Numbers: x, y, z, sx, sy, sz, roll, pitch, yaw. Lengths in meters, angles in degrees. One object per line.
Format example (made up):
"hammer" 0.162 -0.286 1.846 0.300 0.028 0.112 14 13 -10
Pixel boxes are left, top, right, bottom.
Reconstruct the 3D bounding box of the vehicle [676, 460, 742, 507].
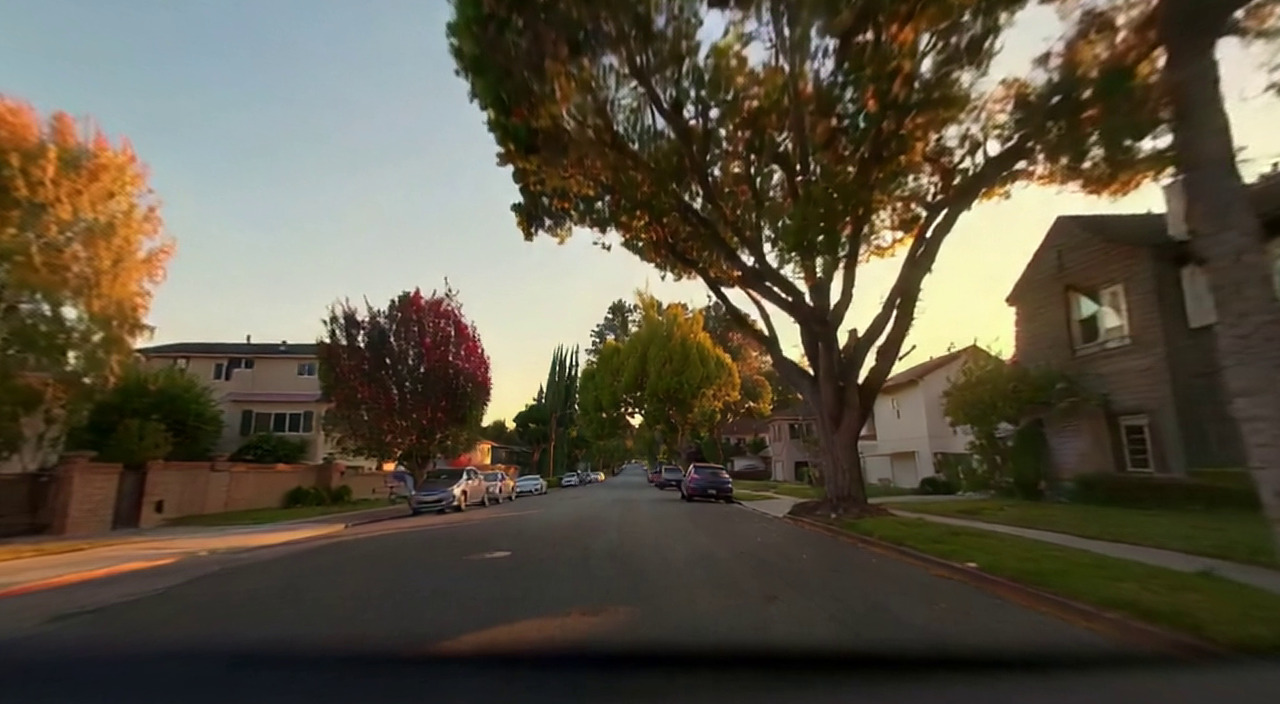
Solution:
"vehicle" 2.717 5.336 25.932 2.050 1.598 4.590 0 -8 -2

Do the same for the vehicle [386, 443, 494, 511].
"vehicle" -7.359 4.894 23.960 2.408 2.201 5.646 -1 -14 -2

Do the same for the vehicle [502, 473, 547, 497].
"vehicle" -7.688 8.957 42.323 2.071 1.481 4.425 0 -12 1

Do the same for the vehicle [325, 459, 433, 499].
"vehicle" -14.184 6.928 34.487 4.891 2.023 2.200 0 -8 1
